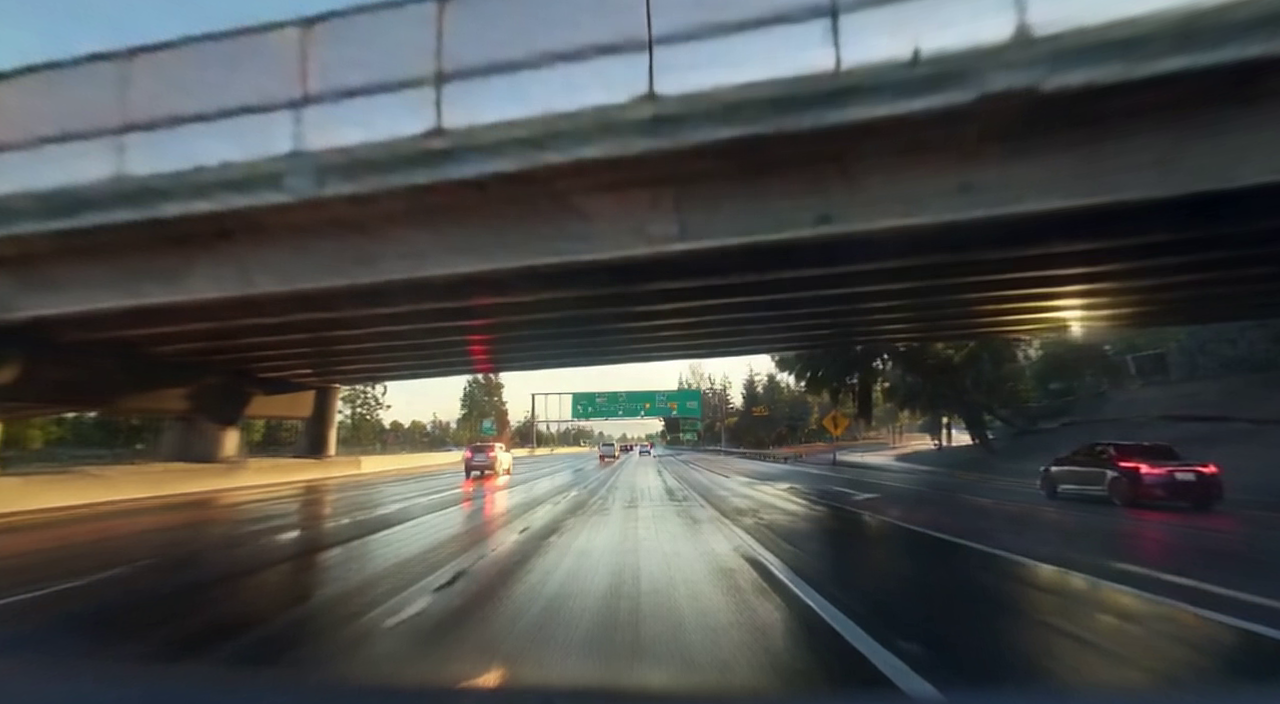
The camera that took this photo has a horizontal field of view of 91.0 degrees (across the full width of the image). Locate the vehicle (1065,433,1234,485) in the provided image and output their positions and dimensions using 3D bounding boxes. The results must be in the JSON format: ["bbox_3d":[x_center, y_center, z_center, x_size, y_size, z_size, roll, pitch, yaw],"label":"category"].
[{"bbox_3d":[17.307,3.651,21.782,1.884,1.567,4.692,0,-9,0],"label":"vehicle"}]

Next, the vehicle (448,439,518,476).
[{"bbox_3d":[-6.898,4.666,28.143,1.985,1.513,4.172,0,-9,1],"label":"vehicle"}]

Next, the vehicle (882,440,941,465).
[{"bbox_3d":[18.383,6.832,42.905,1.989,1.529,4.791,0,-9,1],"label":"vehicle"}]
